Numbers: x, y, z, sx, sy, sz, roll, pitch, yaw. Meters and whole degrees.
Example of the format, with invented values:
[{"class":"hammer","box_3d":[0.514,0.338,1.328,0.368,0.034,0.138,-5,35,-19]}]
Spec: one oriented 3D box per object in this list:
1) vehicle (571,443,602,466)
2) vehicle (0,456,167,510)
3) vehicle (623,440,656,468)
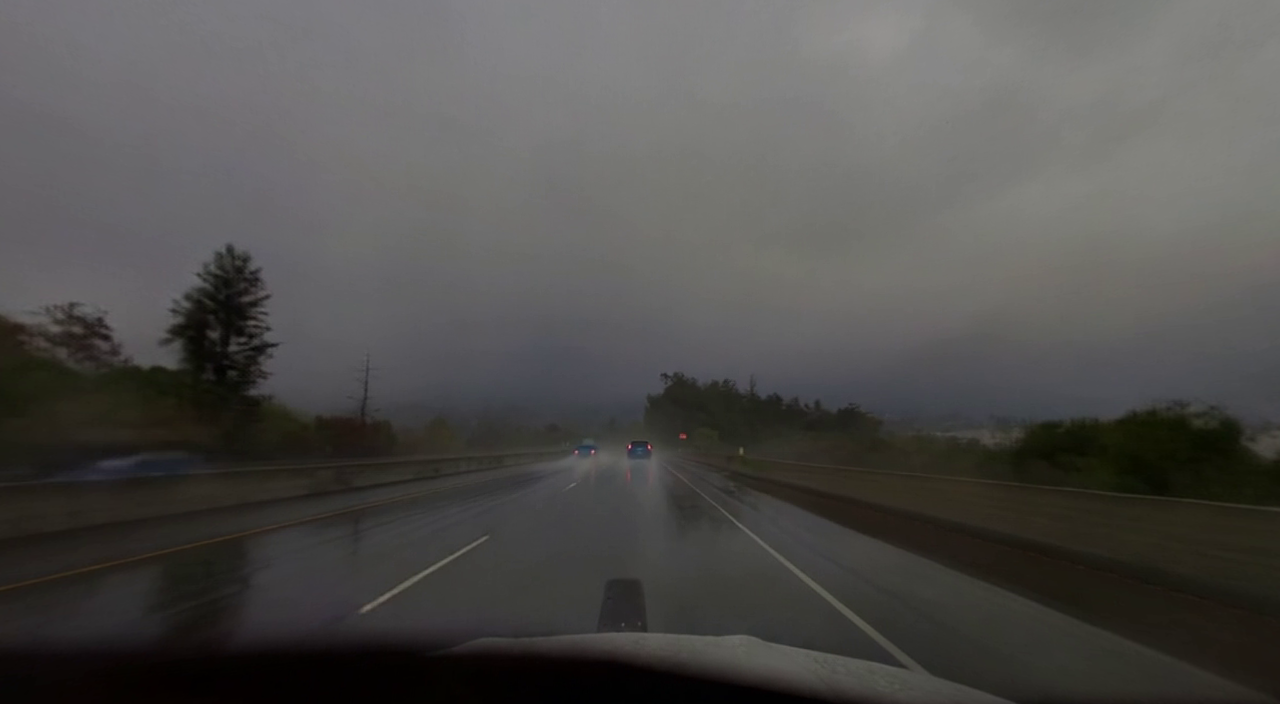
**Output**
[{"class":"vehicle","box_3d":[-4.110,7.992,49.151,2.113,1.656,4.215,0,-9,0]},{"class":"vehicle","box_3d":[-17.695,4.080,20.070,2.023,1.482,4.097,0,-9,0]},{"class":"vehicle","box_3d":[-0.056,6.893,42.645,2.126,1.786,3.958,0,-9,0]}]
